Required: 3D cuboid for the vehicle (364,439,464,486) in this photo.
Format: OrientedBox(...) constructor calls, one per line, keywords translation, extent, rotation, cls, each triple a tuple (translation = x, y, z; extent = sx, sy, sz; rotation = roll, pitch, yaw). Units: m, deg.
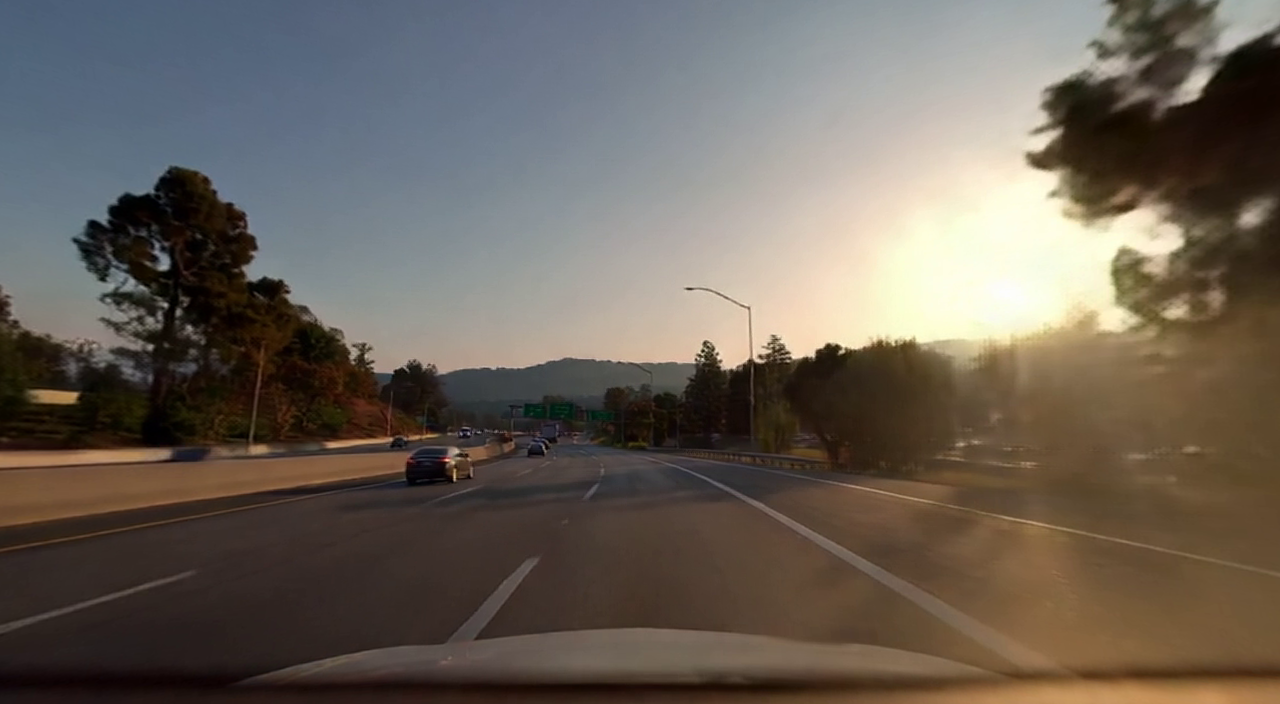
OrientedBox(translation=(-7.933, 3.898, 22.606), extent=(2.025, 1.494, 4.495), rotation=(0, -8, -2), cls="vehicle")
